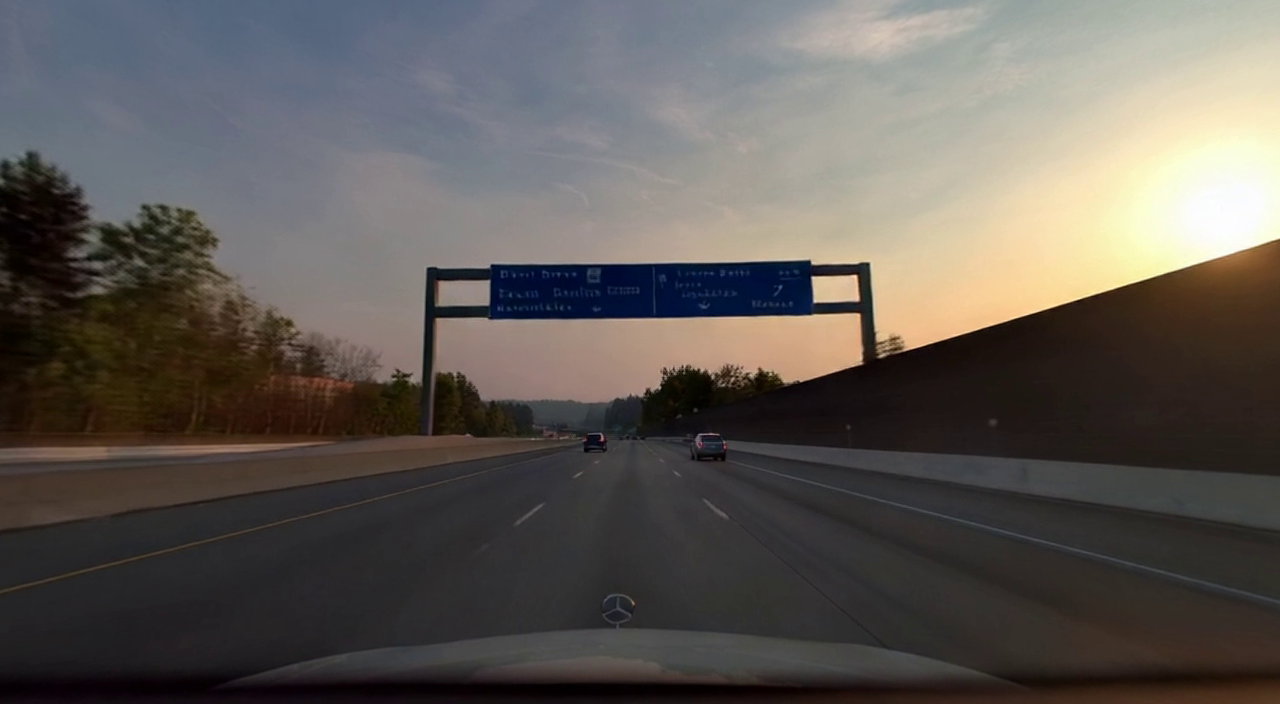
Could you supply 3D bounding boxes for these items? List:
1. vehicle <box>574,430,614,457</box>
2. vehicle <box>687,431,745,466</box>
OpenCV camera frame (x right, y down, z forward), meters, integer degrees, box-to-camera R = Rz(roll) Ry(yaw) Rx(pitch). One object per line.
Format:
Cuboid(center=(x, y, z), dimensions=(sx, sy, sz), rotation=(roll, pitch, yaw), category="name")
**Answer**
Cuboid(center=(-2.924, 5.923, 40.848), dimensions=(2.219, 1.660, 4.153), rotation=(0, -8, 1), category="vehicle")
Cuboid(center=(3.543, 4.561, 30.071), dimensions=(2.077, 1.523, 4.539), rotation=(0, -8, -2), category="vehicle")
